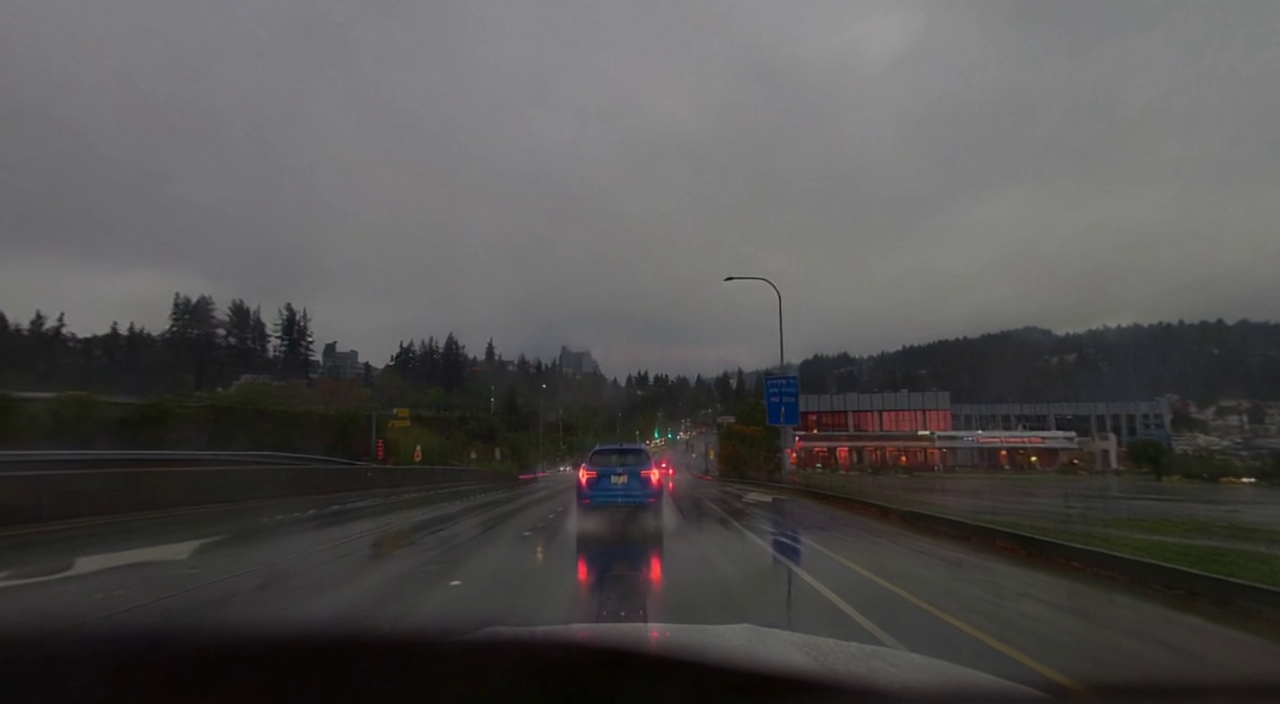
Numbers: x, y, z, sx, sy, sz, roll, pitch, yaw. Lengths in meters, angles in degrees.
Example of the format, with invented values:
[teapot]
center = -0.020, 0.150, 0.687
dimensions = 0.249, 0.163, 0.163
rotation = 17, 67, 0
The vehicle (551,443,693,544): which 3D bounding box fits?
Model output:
[vehicle]
center = -0.280, 2.376, 11.210
dimensions = 2.063, 1.442, 3.933
rotation = 0, -9, 0
